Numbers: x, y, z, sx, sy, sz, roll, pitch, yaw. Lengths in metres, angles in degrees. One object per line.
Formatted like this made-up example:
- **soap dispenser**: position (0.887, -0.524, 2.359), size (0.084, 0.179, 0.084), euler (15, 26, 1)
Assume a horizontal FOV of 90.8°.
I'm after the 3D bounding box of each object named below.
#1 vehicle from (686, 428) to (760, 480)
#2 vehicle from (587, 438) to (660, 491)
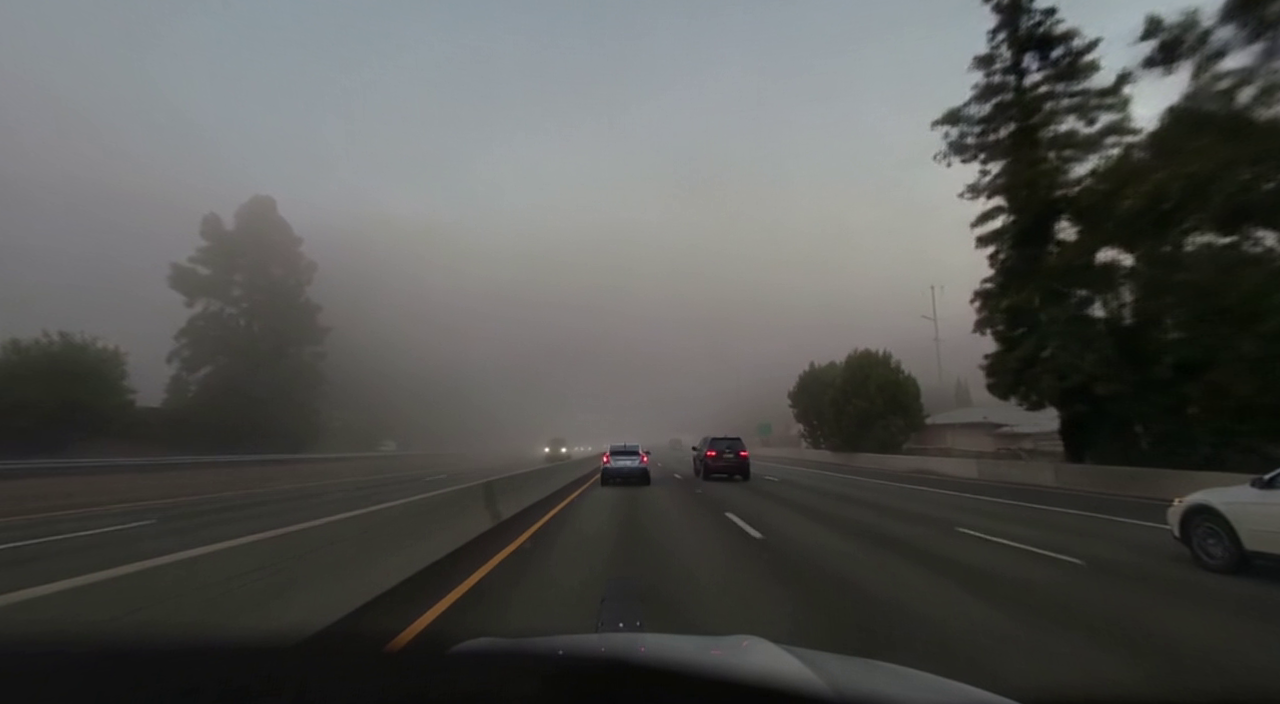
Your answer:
- **vehicle**: position (3.181, 4.043, 25.254), size (2.186, 1.842, 4.553), euler (0, -8, -2)
- **vehicle**: position (-0.457, 3.417, 19.537), size (2.040, 1.451, 3.736), euler (0, -8, 0)
